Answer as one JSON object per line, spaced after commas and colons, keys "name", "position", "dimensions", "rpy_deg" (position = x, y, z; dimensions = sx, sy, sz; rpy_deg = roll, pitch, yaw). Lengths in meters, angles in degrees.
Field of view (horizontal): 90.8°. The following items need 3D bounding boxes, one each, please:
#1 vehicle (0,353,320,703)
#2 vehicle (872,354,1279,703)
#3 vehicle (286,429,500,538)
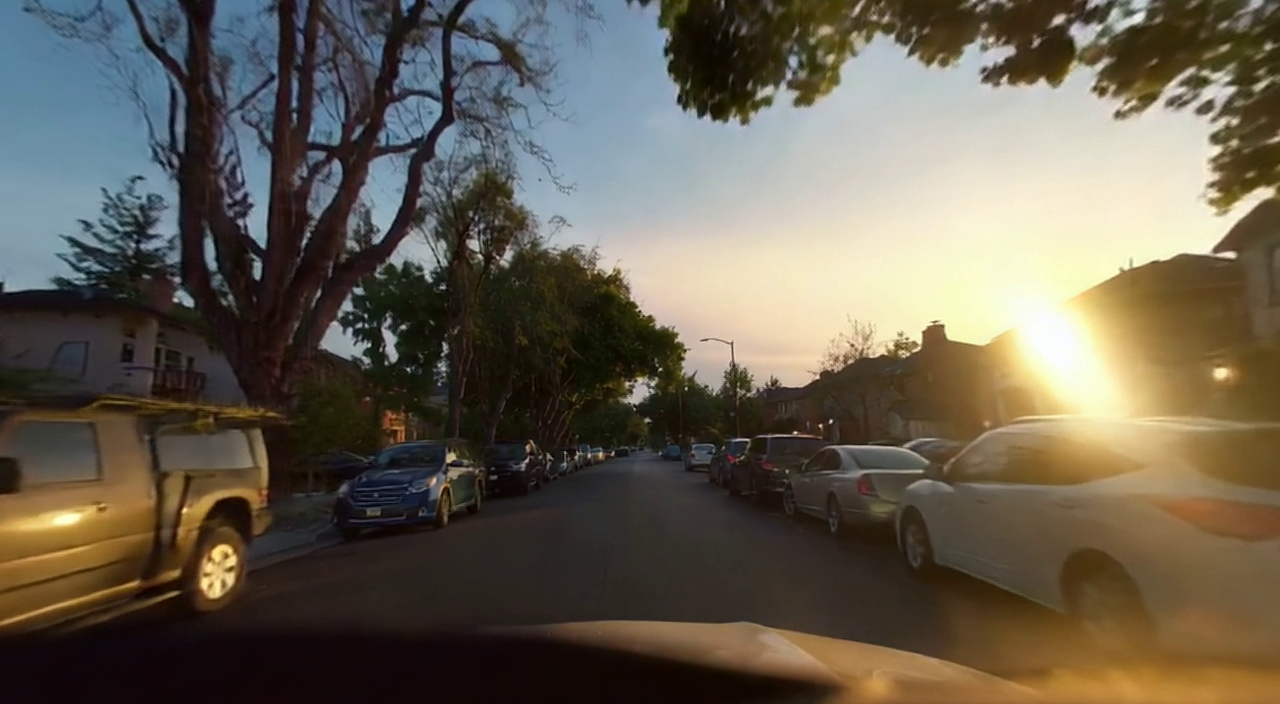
{"name": "vehicle", "position": [-5.054, 1.247, 4.855], "dimensions": [2.390, 2.123, 5.371], "rpy_deg": [0, -9, -1]}
{"name": "vehicle", "position": [3.704, 1.207, 4.952], "dimensions": [1.994, 1.710, 4.699], "rpy_deg": [0, -9, 0]}
{"name": "vehicle", "position": [-5.046, 2.770, 14.124], "dimensions": [2.683, 1.923, 5.421], "rpy_deg": [0, -9, -1]}
